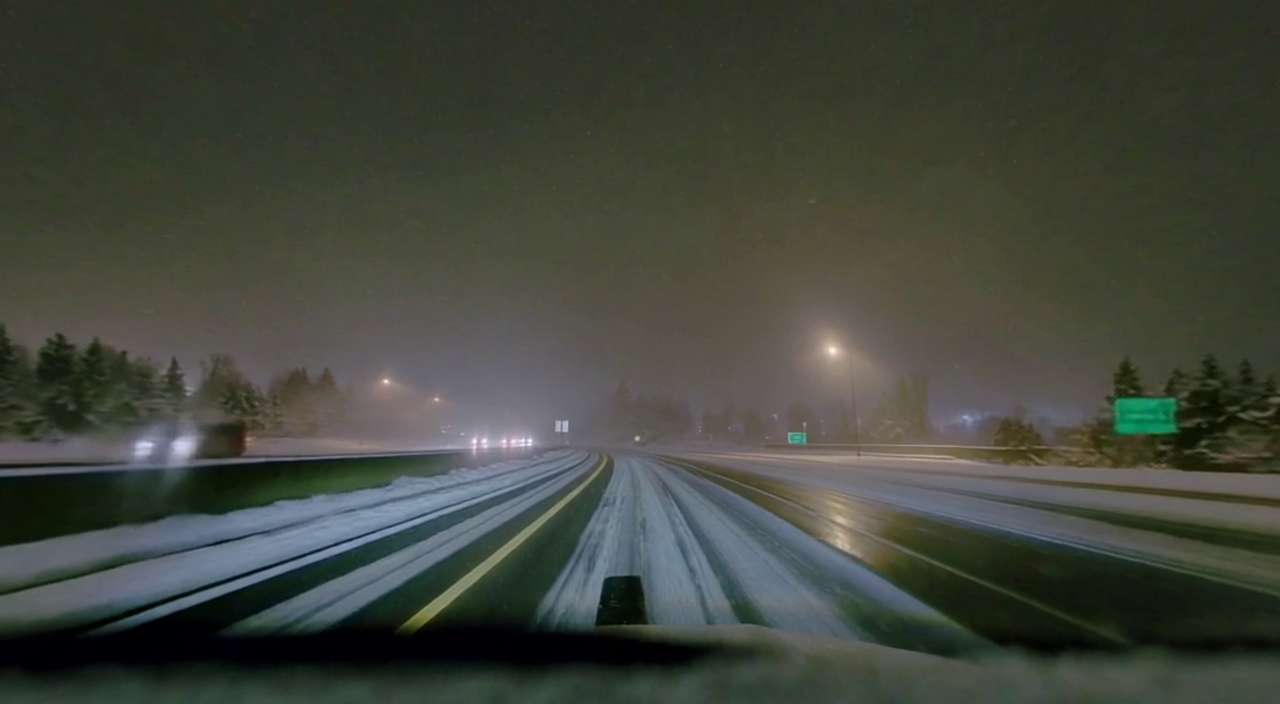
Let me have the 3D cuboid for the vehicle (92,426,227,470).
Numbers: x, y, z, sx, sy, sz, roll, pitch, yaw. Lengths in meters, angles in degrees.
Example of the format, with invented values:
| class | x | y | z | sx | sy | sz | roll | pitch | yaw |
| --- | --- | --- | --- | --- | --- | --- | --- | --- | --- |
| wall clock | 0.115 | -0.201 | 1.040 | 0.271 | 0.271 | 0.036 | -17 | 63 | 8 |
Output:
| class | x | y | z | sx | sy | sz | roll | pitch | yaw |
| --- | --- | --- | --- | --- | --- | --- | --- | --- | --- |
| vehicle | -21.062 | 4.237 | 27.978 | 2.173 | 1.742 | 4.918 | 0 | -8 | -1 |
